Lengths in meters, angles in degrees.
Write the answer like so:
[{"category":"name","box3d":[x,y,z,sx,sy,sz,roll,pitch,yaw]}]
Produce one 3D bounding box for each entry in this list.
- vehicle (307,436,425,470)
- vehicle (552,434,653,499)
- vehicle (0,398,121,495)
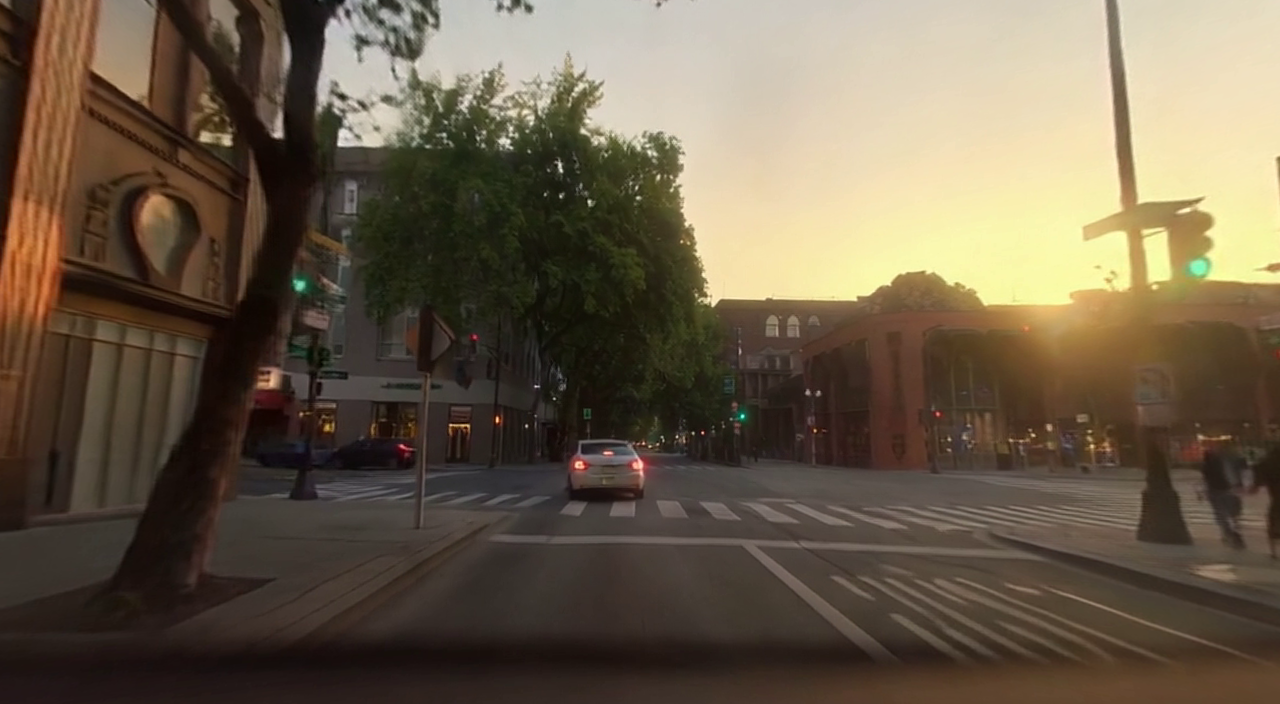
[{"category":"vehicle","box3d":[-12.480,4.594,28.879,4.627,1.468,1.871,-2,-9,11]},{"category":"vehicle","box3d":[-1.157,3.024,17.054,2.106,1.482,4.459,2,-9,-11]},{"category":"vehicle","box3d":[-17.933,2.520,16.853,5.858,2.396,2.319,0,-9,-3]}]
